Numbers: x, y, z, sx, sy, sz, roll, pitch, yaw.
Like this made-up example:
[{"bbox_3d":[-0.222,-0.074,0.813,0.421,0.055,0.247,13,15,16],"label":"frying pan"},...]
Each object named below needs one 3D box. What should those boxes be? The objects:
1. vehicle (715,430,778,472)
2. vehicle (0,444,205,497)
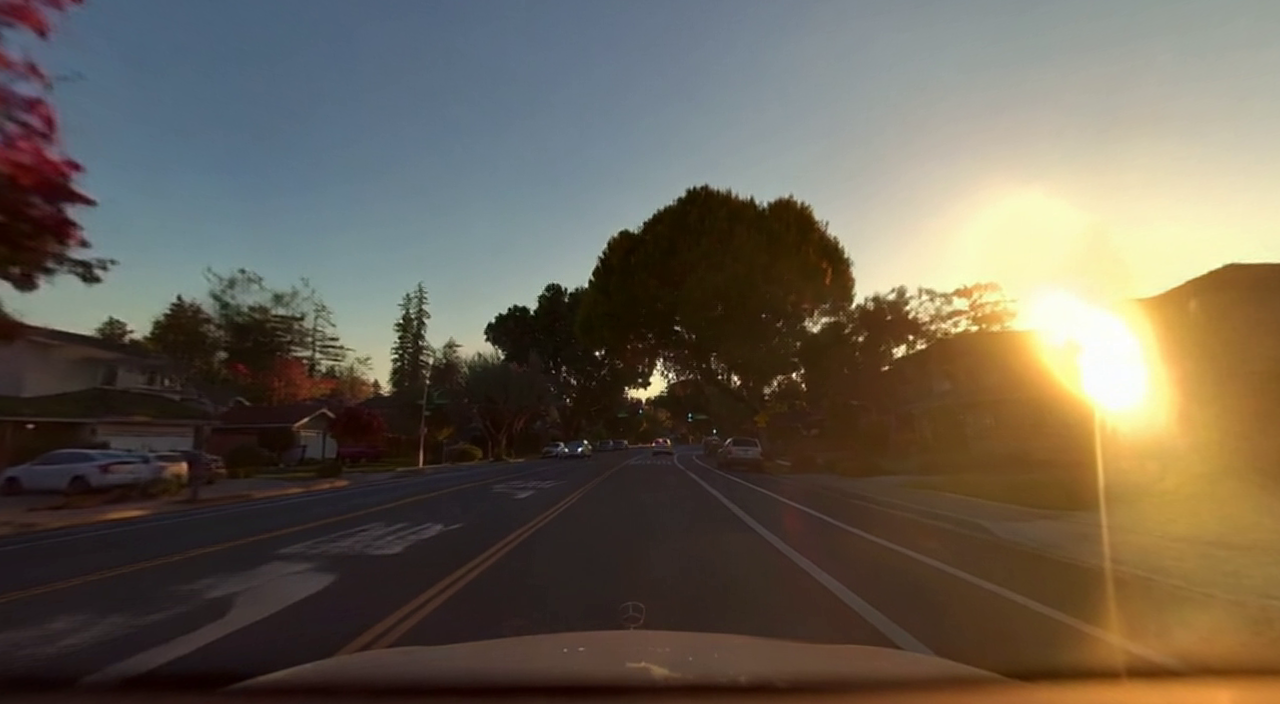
[{"bbox_3d":[5.130,4.854,31.132,2.233,1.887,5.347,0,-8,0],"label":"vehicle"},{"bbox_3d":[-18.376,3.981,21.394,5.419,1.649,2.396,0,-8,1],"label":"vehicle"}]
